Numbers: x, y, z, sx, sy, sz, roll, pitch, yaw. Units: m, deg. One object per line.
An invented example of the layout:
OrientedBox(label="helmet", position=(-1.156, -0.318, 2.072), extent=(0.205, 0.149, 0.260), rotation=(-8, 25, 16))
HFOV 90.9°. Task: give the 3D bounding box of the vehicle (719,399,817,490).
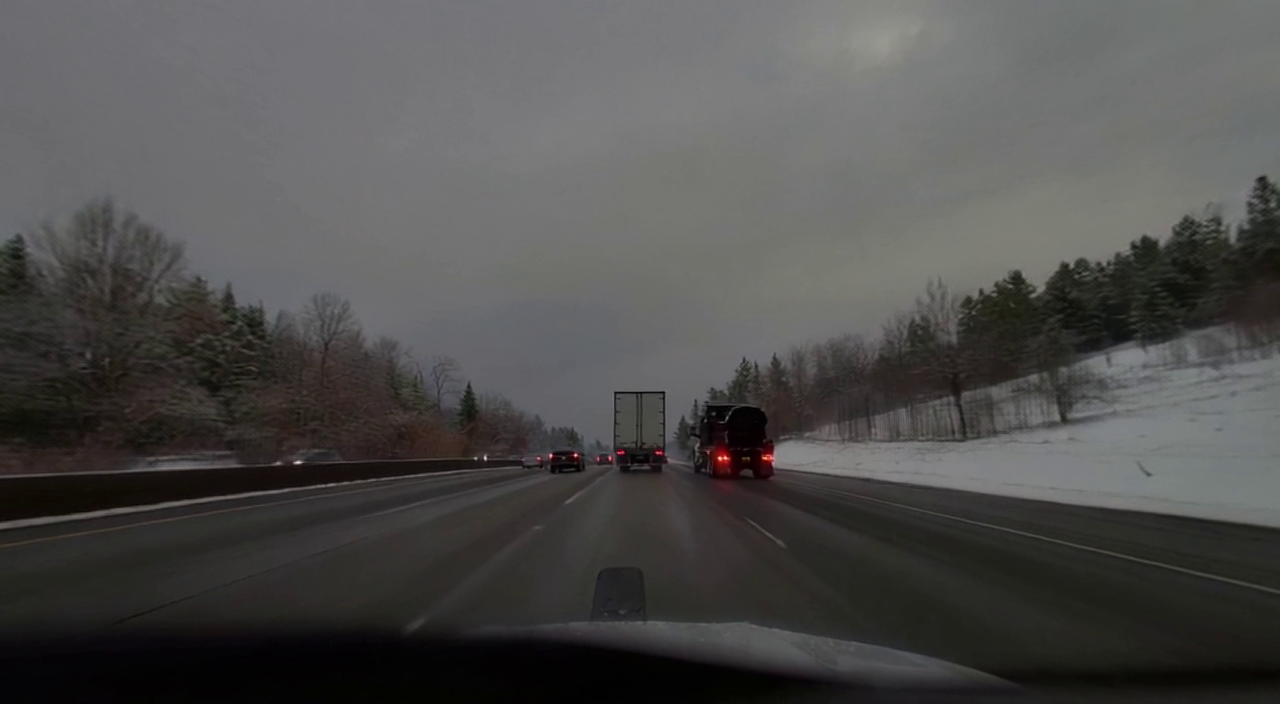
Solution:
OrientedBox(label="vehicle", position=(4.360, 3.268, 22.309), extent=(2.565, 2.902, 3.798), rotation=(0, -9, -1))

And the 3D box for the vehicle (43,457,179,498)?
OrientedBox(label="vehicle", position=(-22.276, 5.275, 26.806), extent=(1.905, 1.516, 4.417), rotation=(0, -9, 0))

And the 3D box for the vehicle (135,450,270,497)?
OrientedBox(label="vehicle", position=(-15.310, 4.236, 22.381), extent=(1.809, 1.473, 4.083), rotation=(0, -9, 0))

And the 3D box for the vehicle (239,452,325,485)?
OrientedBox(label="vehicle", position=(-19.861, 6.432, 35.197), extent=(1.896, 1.688, 4.685), rotation=(-1, -9, 2))

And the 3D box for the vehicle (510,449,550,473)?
OrientedBox(label="vehicle", position=(-7.362, 7.303, 42.482), extent=(1.926, 1.482, 3.959), rotation=(0, -9, 1))

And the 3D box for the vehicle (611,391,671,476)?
OrientedBox(label="vehicle", position=(-0.049, 4.879, 36.621), extent=(2.875, 4.056, 12.312), rotation=(0, -9, -1))

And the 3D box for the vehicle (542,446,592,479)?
OrientedBox(label="vehicle", position=(-3.668, 5.625, 32.352), extent=(2.061, 1.555, 3.900), rotation=(0, -9, 0))
